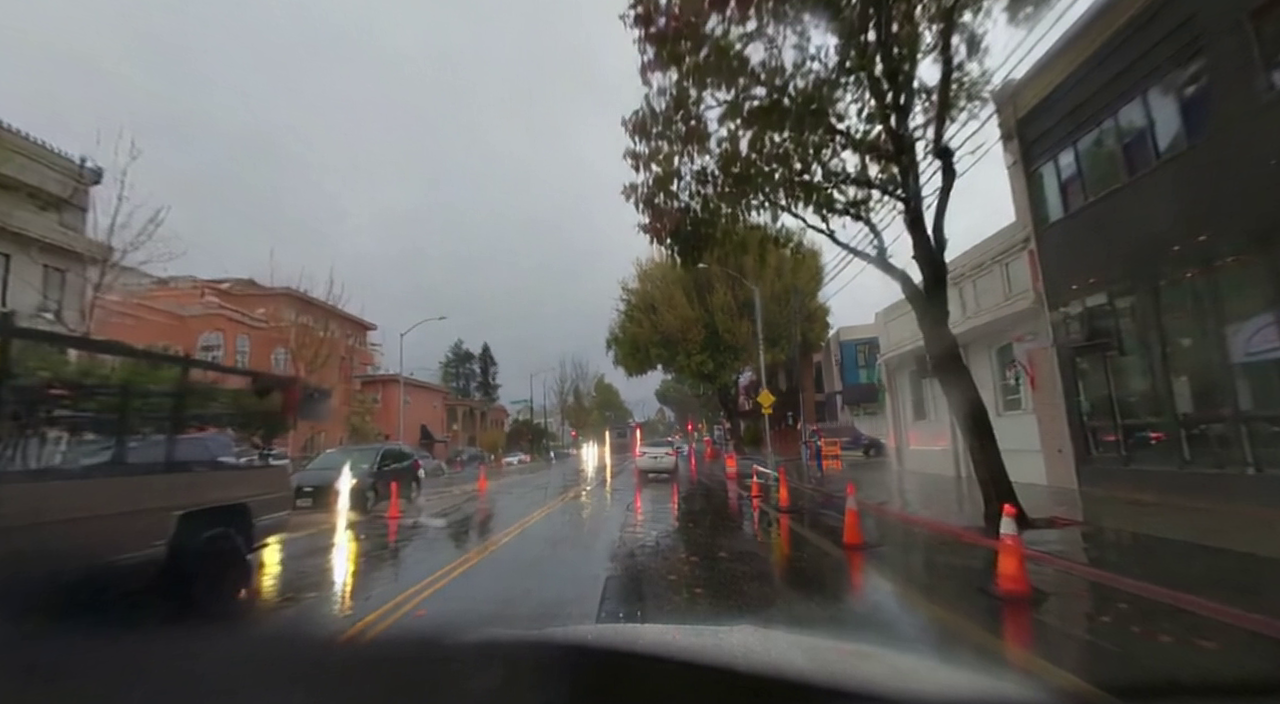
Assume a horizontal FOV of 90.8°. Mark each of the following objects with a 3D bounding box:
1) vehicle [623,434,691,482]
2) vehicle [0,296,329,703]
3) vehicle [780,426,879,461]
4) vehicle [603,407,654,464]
[{"bbox_3d":[0.606,3.669,22.240,2.159,1.506,4.086,0,-8,2],"label":"vehicle"},{"bbox_3d":[-4.314,0.787,2.675,2.500,2.128,6.396,-2,-8,3],"label":"vehicle"},{"bbox_3d":[10.846,5.249,36.419,4.859,1.914,2.333,1,-8,-4],"label":"vehicle"},{"bbox_3d":[-0.754,5.783,43.308,2.977,3.271,12.748,0,-8,-1],"label":"vehicle"}]
